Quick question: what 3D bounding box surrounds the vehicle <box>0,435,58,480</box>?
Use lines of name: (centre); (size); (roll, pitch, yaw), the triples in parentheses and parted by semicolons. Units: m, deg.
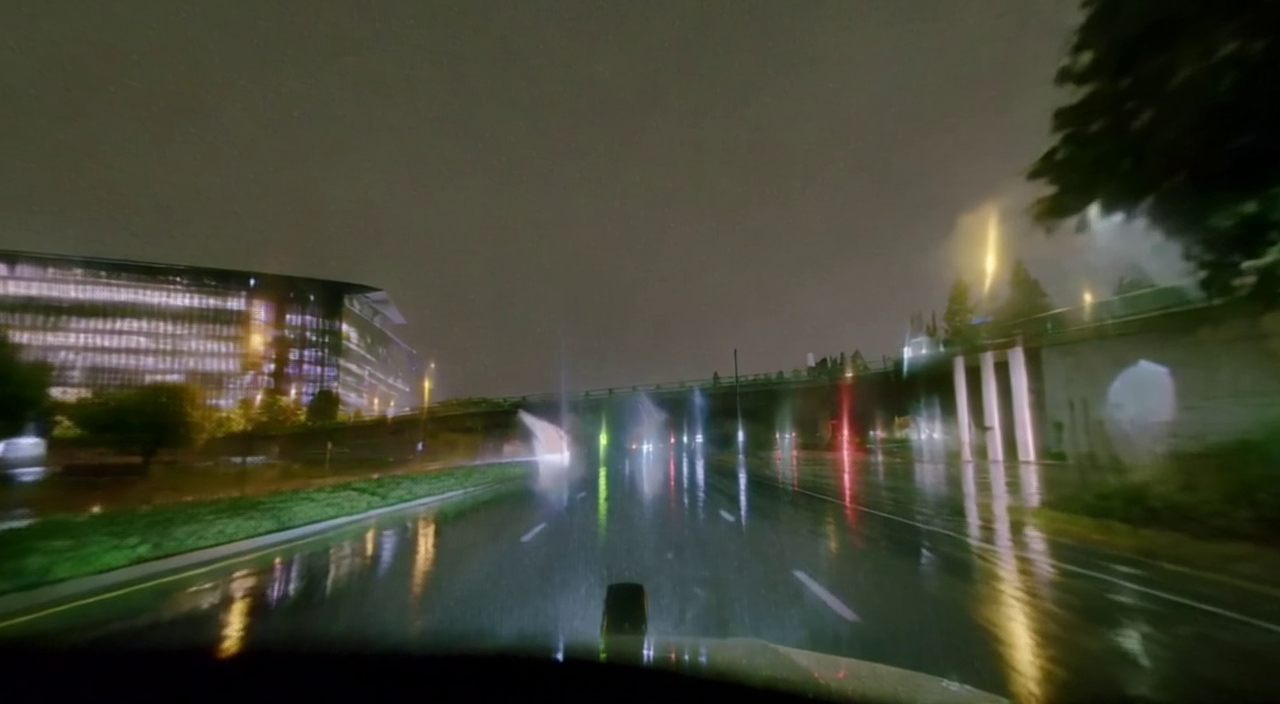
vehicle: (-48.786, 8.224, 49.396); (7.952, 3.263, 2.871); (-7, -10, 36)
